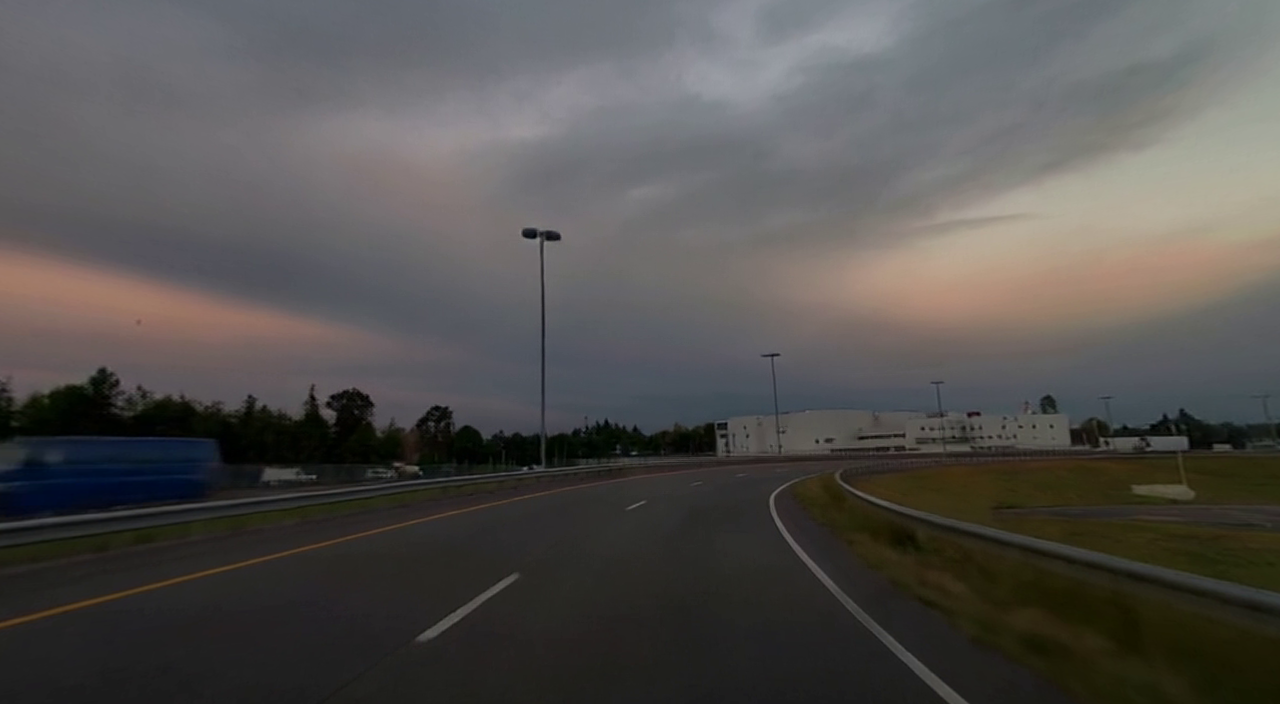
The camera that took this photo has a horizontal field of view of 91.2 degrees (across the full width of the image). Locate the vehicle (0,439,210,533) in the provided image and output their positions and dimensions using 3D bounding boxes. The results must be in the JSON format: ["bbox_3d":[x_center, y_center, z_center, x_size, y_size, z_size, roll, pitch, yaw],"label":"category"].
[{"bbox_3d":[-12.424,2.844,13.922,2.009,1.707,4.571,-2,-9,9],"label":"vehicle"}]
